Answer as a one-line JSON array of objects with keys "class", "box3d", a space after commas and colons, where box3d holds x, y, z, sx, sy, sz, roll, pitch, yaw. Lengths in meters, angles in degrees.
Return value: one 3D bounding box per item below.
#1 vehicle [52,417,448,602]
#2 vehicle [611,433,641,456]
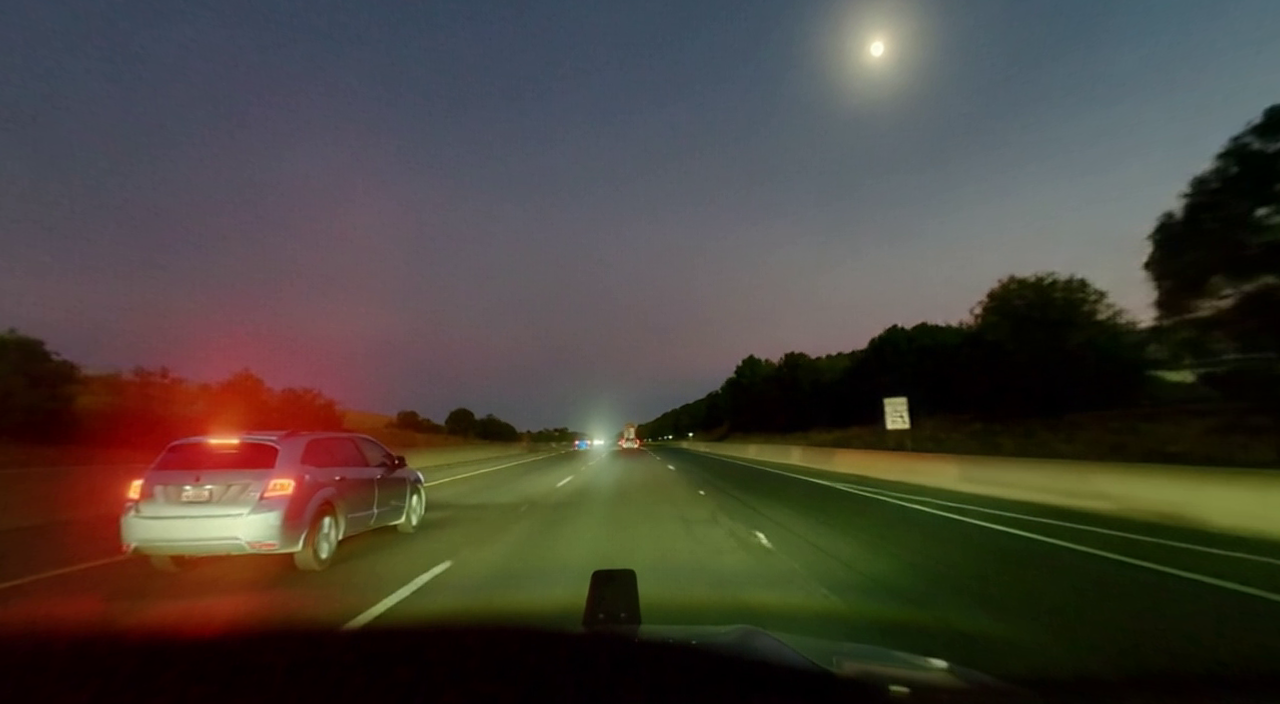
[{"class": "vehicle", "box3d": [-3.798, 1.559, 7.224, 1.931, 1.483, 4.105, 0, -8, -1]}, {"class": "vehicle", "box3d": [-1.004, 7.026, 47.876, 2.162, 1.616, 4.242, 0, -8, 0]}]
